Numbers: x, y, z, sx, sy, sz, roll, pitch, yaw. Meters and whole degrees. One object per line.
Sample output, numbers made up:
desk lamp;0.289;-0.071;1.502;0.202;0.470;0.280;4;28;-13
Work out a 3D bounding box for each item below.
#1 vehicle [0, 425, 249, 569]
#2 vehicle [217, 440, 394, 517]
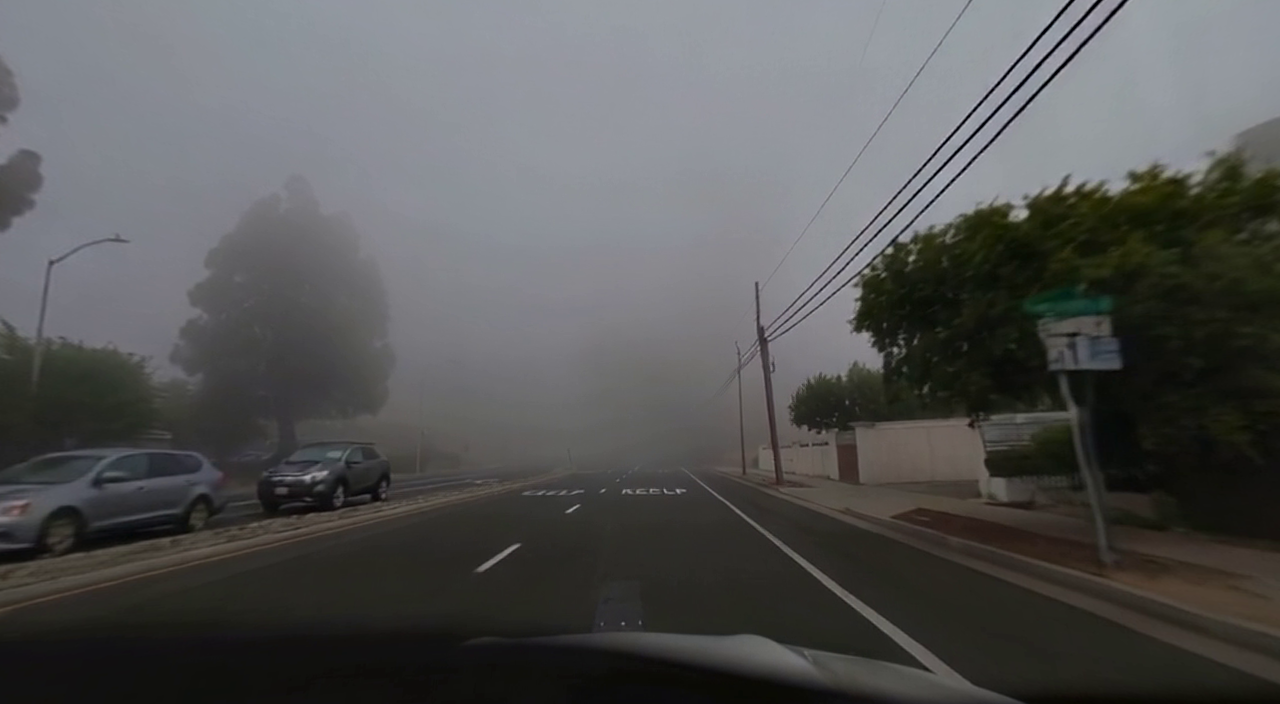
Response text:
vehicle;-8.823;2.175;9.988;2.075;1.733;4.947;-3;-9;0
vehicle;-8.751;3.316;17.148;2.084;1.741;4.737;-2;-9;2
